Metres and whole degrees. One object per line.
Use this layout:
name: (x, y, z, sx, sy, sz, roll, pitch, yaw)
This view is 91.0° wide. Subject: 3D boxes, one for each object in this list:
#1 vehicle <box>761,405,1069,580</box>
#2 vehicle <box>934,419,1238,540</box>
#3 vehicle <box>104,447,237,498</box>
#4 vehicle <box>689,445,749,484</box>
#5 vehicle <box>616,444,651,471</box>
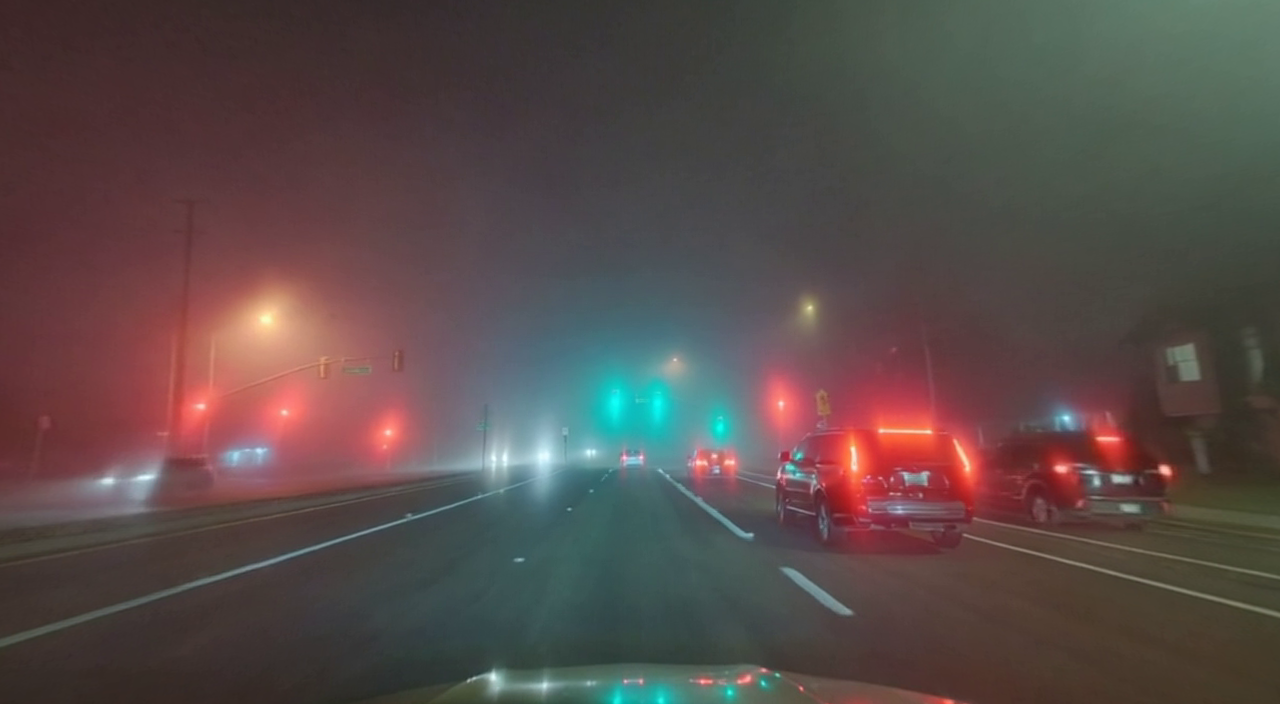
vehicle: (3.243, 1.771, 8.763, 2.129, 1.761, 4.610, 0, -9, -1)
vehicle: (7.635, 2.223, 11.591, 2.172, 1.745, 4.608, 0, -9, 0)
vehicle: (-18.844, 4.817, 25.587, 2.071, 1.746, 4.444, -3, -9, -1)
vehicle: (3.141, 4.554, 25.738, 1.889, 1.451, 4.180, 0, -9, 0)
vehicle: (-0.467, 6.844, 41.070, 2.146, 1.685, 4.003, 0, -9, -1)
